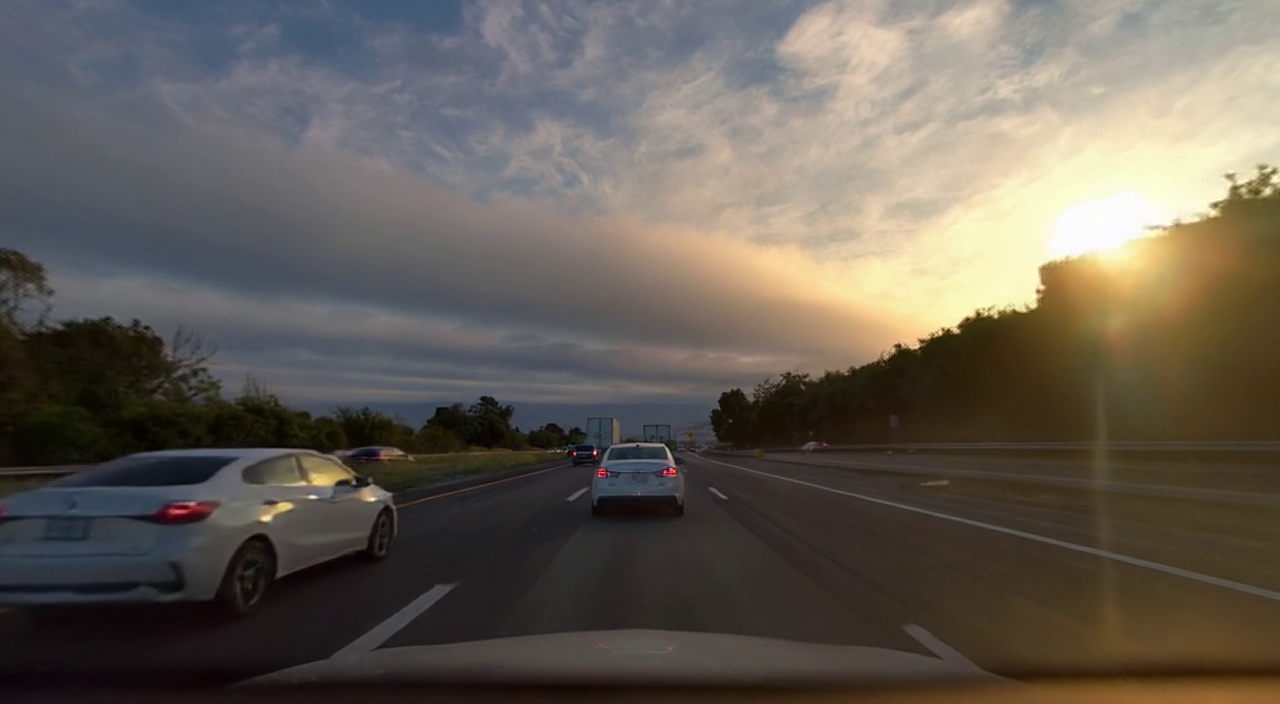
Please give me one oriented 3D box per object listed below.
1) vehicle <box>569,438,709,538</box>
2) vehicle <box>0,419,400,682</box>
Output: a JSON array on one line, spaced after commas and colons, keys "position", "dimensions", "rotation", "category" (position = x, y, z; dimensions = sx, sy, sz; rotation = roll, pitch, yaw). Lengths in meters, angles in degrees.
[{"position": [-0.040, 2.318, 11.334], "dimensions": [2.057, 1.449, 3.931], "rotation": [0, -9, -1], "category": "vehicle"}, {"position": [-4.084, 1.499, 5.906], "dimensions": [1.929, 1.509, 4.331], "rotation": [0, -9, 1], "category": "vehicle"}]
